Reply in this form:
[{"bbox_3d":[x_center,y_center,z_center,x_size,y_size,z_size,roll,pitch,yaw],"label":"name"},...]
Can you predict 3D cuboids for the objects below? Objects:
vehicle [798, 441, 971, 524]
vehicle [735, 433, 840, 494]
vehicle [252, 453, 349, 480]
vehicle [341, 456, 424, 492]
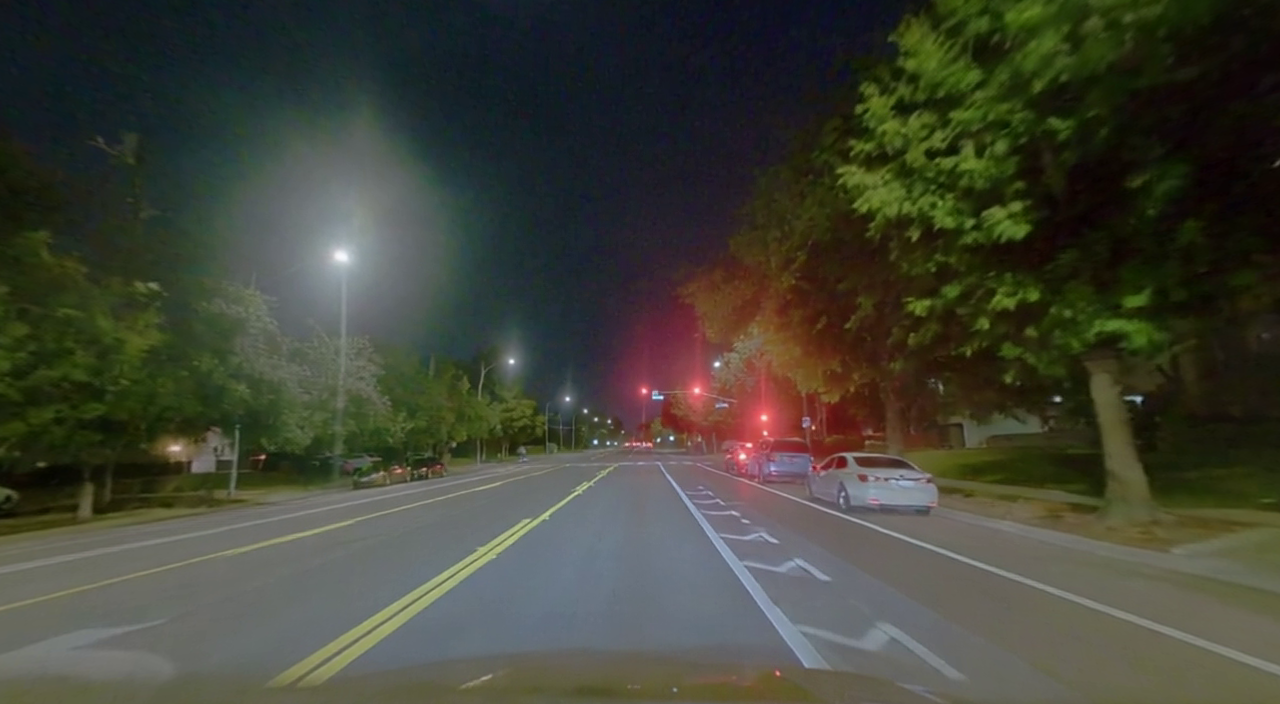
[{"bbox_3d":[4.890,2.637,13.438,1.928,1.431,4.570,0,-8,1],"label":"vehicle"},{"bbox_3d":[4.796,3.691,21.424,2.218,1.789,5.146,0,-8,-1],"label":"vehicle"},{"bbox_3d":[-20.809,7.011,38.755,4.715,1.560,2.131,0,-9,-1],"label":"vehicle"},{"bbox_3d":[-12.482,5.921,30.905,1.983,1.513,4.662,-1,-9,1],"label":"vehicle"}]
